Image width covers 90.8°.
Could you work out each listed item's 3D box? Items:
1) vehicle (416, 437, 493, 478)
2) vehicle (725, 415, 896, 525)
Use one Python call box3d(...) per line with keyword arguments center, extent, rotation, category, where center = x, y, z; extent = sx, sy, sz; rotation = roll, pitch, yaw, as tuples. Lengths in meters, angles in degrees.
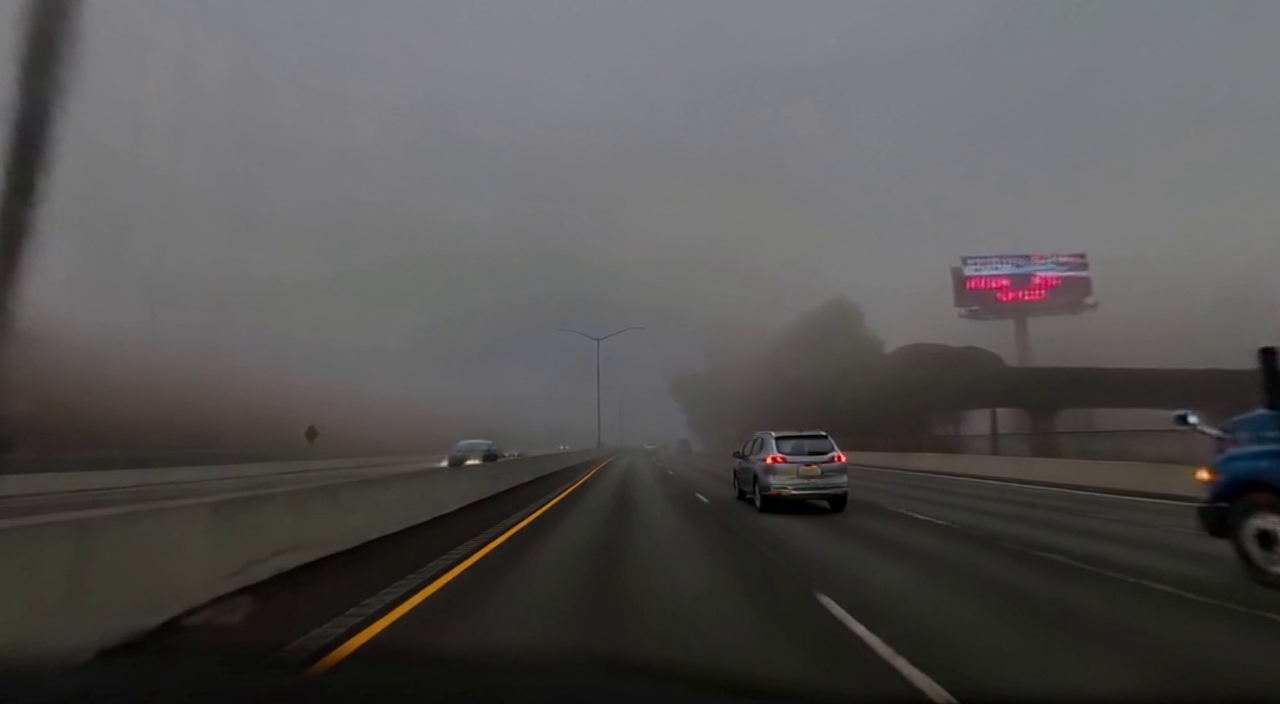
box3d(center=(-7.281, 4.158, 25.157), extent=(1.945, 1.473, 3.701), rotation=(0, -8, 0), category="vehicle")
box3d(center=(2.975, 2.182, 12.164), extent=(1.973, 1.710, 4.476), rotation=(0, -8, -1), category="vehicle")
